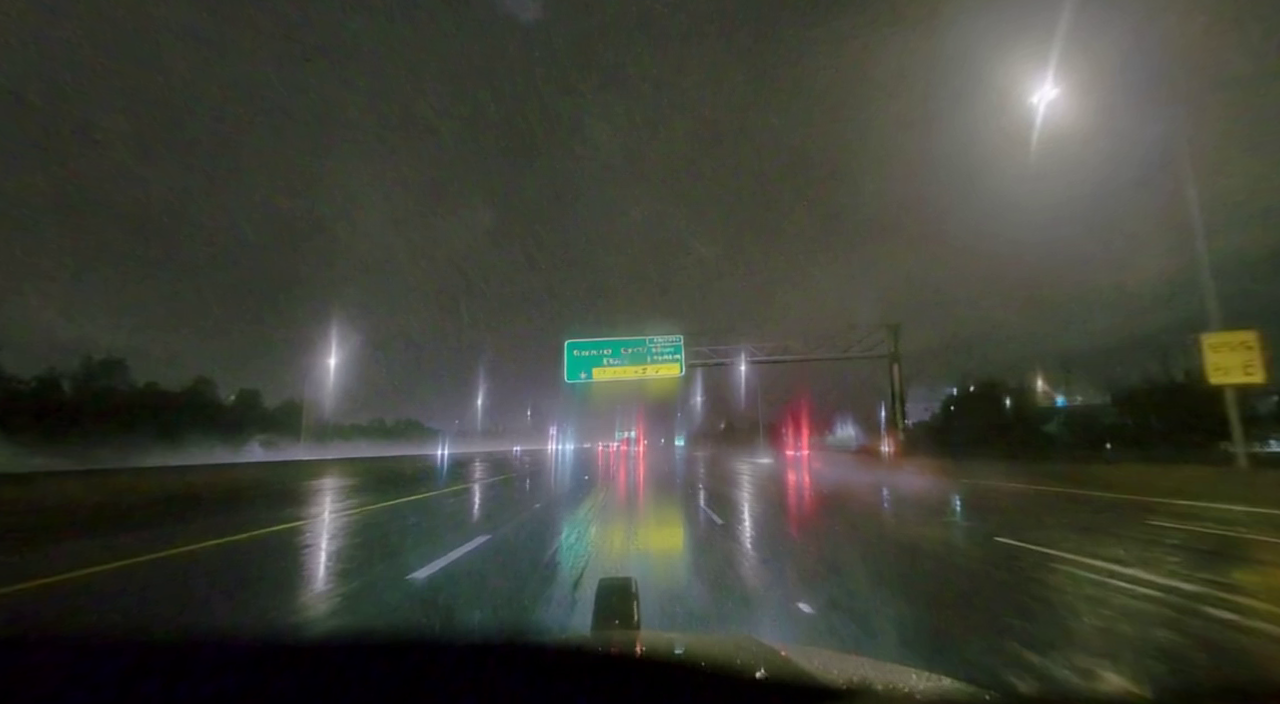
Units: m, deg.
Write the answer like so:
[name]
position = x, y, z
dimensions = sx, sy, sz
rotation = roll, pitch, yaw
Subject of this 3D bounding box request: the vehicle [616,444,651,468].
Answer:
[vehicle]
position = -0.438, 6.558, 40.060
dimensions = 2.118, 1.466, 4.165
rotation = 0, -9, -1
